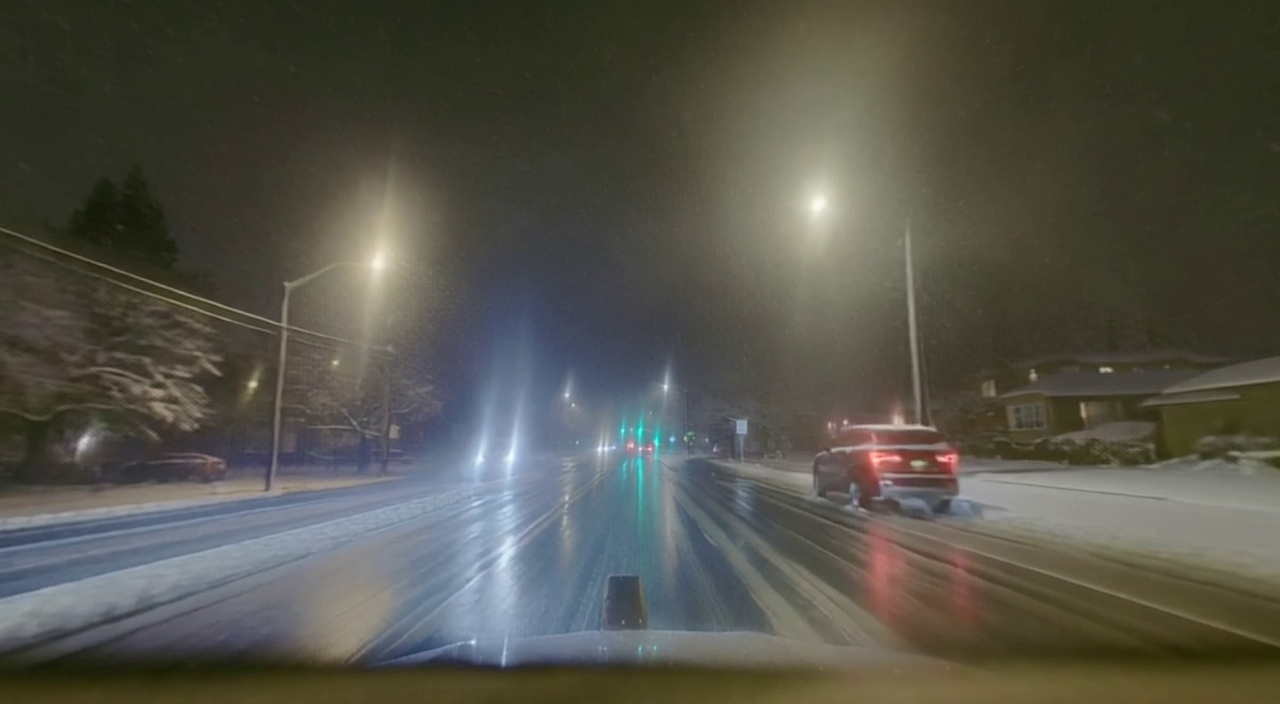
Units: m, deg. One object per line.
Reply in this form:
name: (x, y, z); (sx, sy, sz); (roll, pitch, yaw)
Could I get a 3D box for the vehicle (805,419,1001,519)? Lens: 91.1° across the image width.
vehicle: (5.441, 2.493, 13.920); (2.114, 1.799, 4.960); (0, -9, -1)

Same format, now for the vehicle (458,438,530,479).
vehicle: (-7.354, 5.453, 32.371); (2.325, 1.877, 5.690); (-1, -9, 1)
